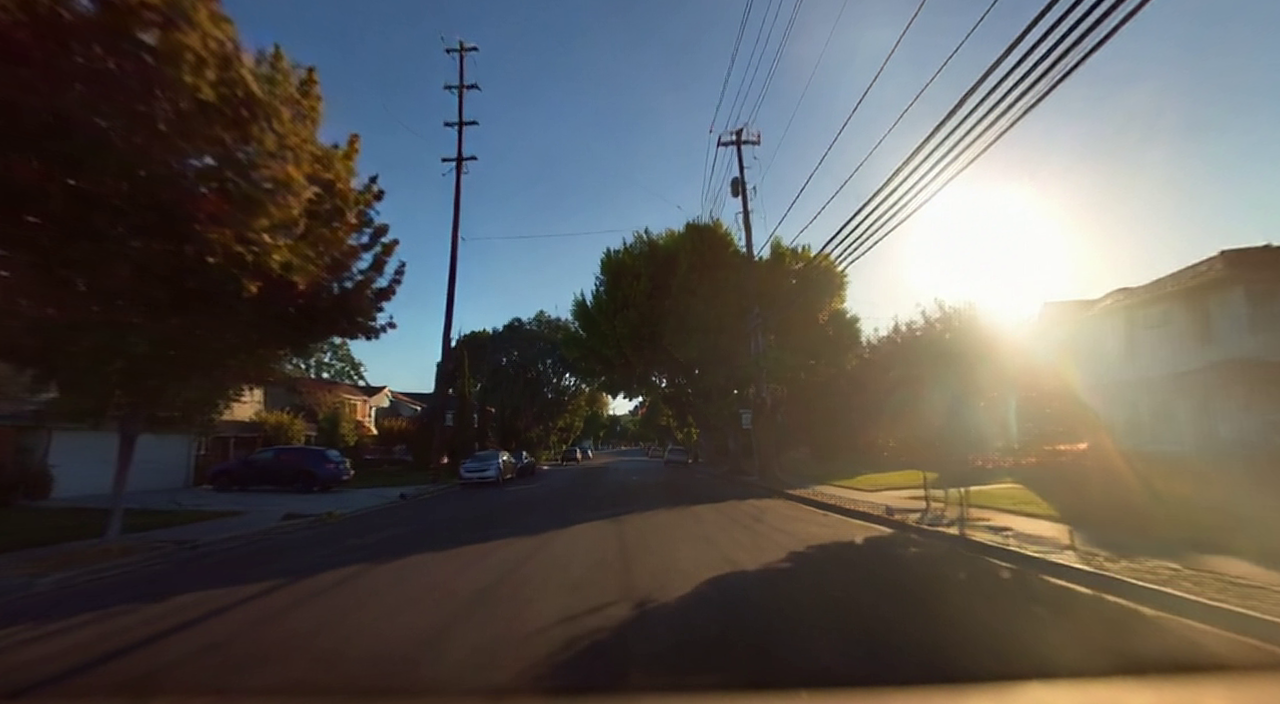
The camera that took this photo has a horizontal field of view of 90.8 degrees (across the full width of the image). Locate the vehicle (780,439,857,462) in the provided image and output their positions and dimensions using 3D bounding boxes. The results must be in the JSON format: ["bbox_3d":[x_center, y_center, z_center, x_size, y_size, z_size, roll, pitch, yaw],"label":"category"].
[{"bbox_3d":[12.062,6.685,42.807,4.605,1.492,1.898,0,-9,-1],"label":"vehicle"}]

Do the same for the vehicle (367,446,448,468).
[{"bbox_3d":[-16.142,7.282,43.991,4.833,1.489,1.987,0,-9,2],"label":"vehicle"}]

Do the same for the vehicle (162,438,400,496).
[{"bbox_3d":[-12.183,3.951,21.954,6.619,1.759,2.632,-1,-9,-2],"label":"vehicle"}]

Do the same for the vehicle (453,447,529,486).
[{"bbox_3d":[-6.488,5.036,28.142,2.208,1.491,5.089,0,-8,-1],"label":"vehicle"}]
